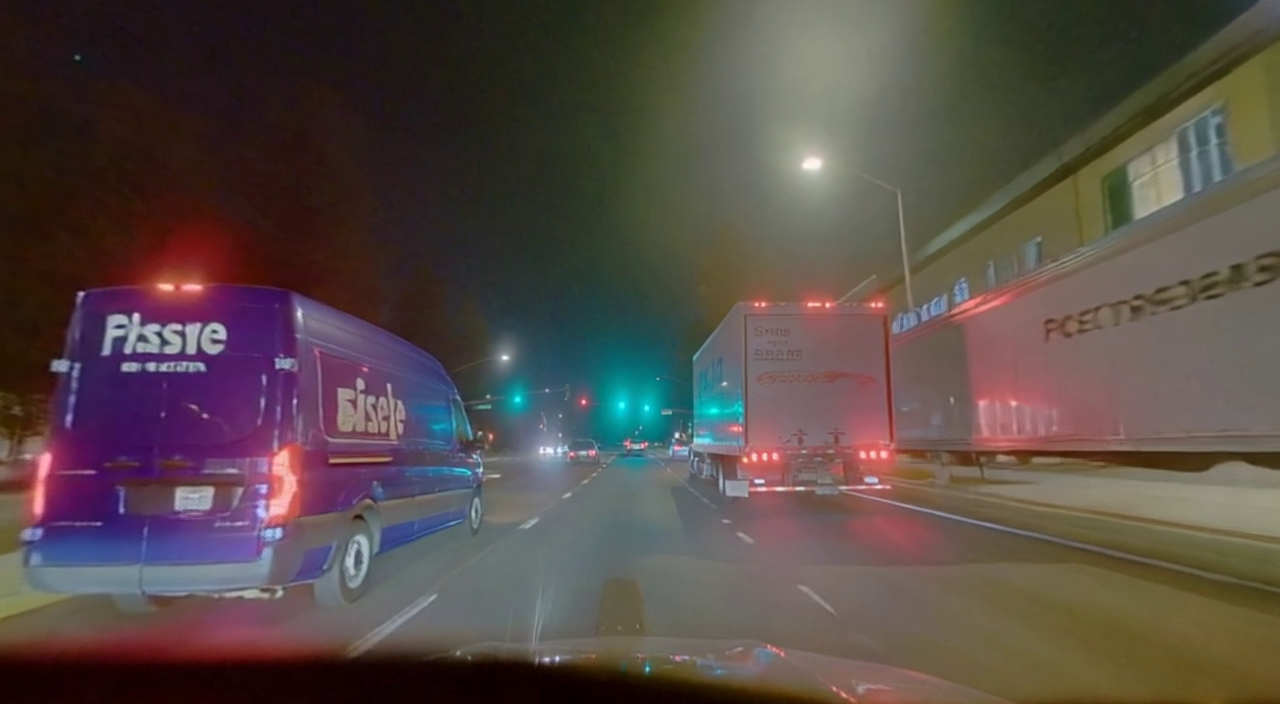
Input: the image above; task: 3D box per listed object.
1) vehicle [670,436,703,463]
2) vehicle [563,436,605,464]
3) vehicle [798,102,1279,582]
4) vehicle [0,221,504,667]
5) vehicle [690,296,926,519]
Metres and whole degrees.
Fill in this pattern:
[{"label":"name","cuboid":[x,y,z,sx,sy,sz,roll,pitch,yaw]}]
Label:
[{"label":"vehicle","cuboid":[3.012,6.442,41.773,1.869,1.616,4.346,0,-9,0]},{"label":"vehicle","cuboid":[-3.720,6.677,43.092,2.356,1.766,5.674,0,-9,0]},{"label":"vehicle","cuboid":[6.902,0.907,12.128,2.941,4.060,16.879,-4,-9,-1]},{"label":"vehicle","cuboid":[-3.547,1.001,7.211,2.443,2.784,6.493,0,-9,1]},{"label":"vehicle","cuboid":[2.997,1.574,14.873,2.861,3.525,9.858,0,-9,0]}]
